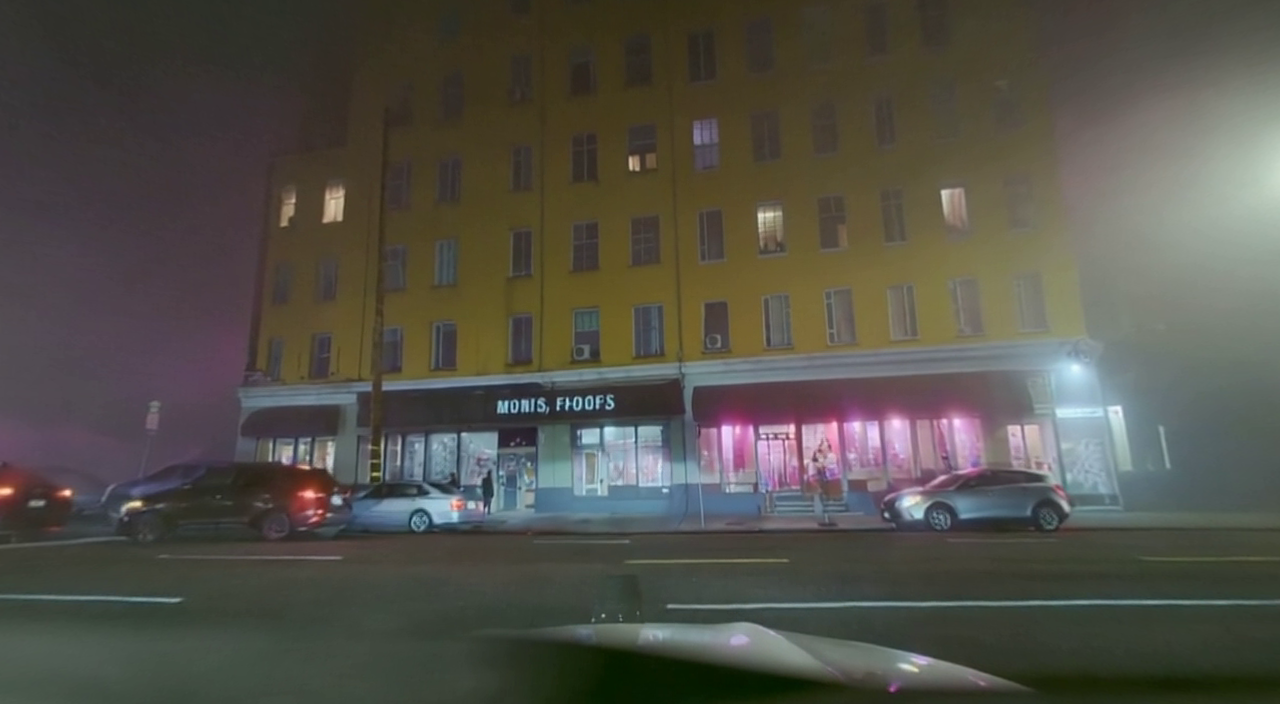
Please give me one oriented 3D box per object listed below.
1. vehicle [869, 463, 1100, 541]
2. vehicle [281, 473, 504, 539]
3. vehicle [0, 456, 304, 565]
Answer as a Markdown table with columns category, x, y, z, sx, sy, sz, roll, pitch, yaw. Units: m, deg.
| category | x | y | z | sx | sy | sz | roll | pitch | yaw |
| --- | --- | --- | --- | --- | --- | --- | --- | --- | --- |
| vehicle | 8.091 | 3.546 | 15.220 | 4.410 | 1.687 | 1.834 | -1 | -9 | 3 |
| vehicle | -6.055 | 3.791 | 15.794 | 4.830 | 1.421 | 1.826 | -1 | -9 | 5 |
| vehicle | -8.019 | 2.413 | 10.065 | 4.330 | 1.458 | 1.932 | -2 | -9 | 10 |
